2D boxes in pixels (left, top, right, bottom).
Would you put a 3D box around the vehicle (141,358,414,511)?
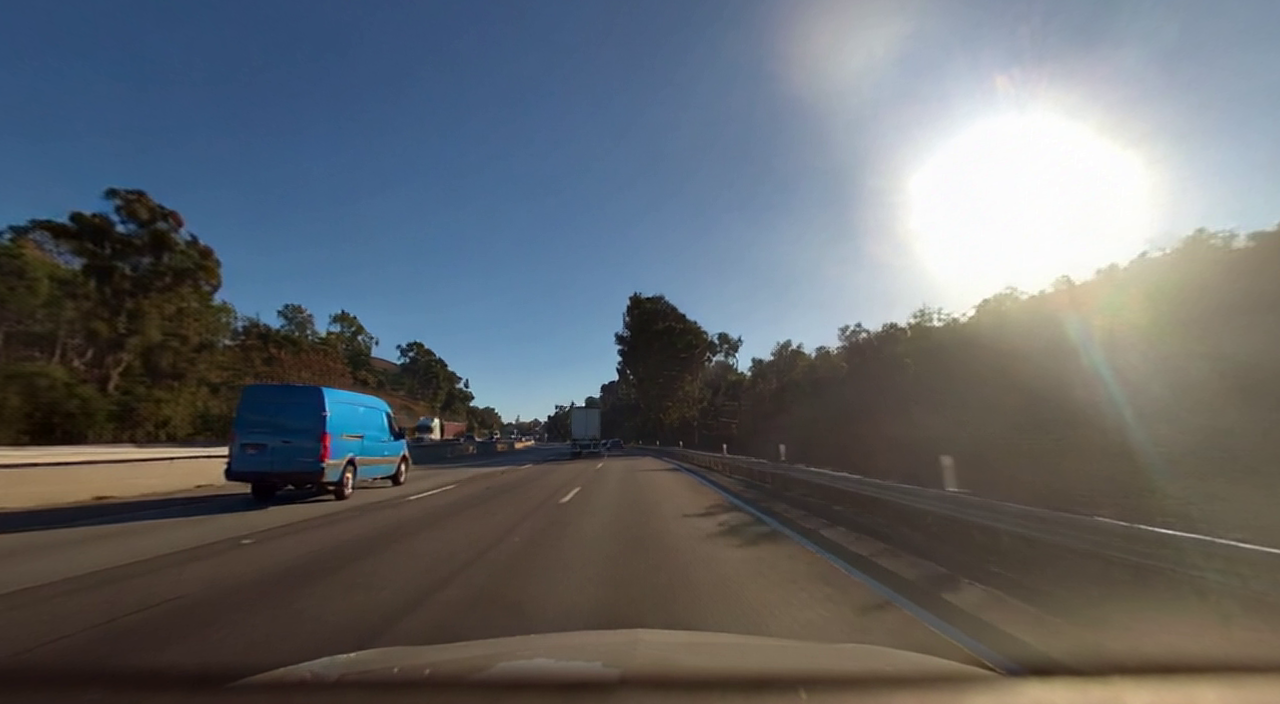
[{"bbox_3d":[-7.812,1.946,14.958,2.396,2.763,6.935,0,-8,-1],"label":"vehicle"}]
